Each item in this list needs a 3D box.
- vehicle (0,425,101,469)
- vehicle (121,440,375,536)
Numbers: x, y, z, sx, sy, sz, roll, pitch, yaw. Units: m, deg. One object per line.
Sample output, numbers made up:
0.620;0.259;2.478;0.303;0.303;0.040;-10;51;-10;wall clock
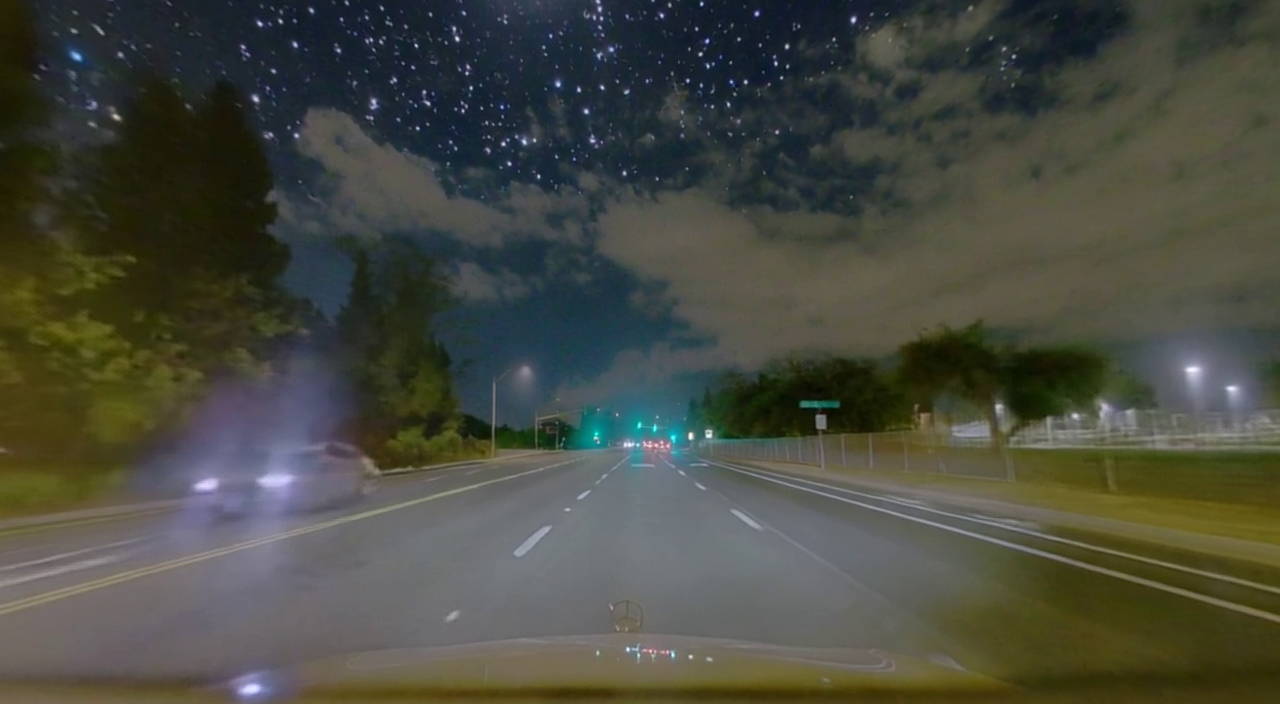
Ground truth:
-48.629;7.436;48.986;10.897;3.109;2.847;-1;-8;0;vehicle
-7.210;2.504;12.437;2.055;1.478;4.842;0;-8;-2;vehicle
